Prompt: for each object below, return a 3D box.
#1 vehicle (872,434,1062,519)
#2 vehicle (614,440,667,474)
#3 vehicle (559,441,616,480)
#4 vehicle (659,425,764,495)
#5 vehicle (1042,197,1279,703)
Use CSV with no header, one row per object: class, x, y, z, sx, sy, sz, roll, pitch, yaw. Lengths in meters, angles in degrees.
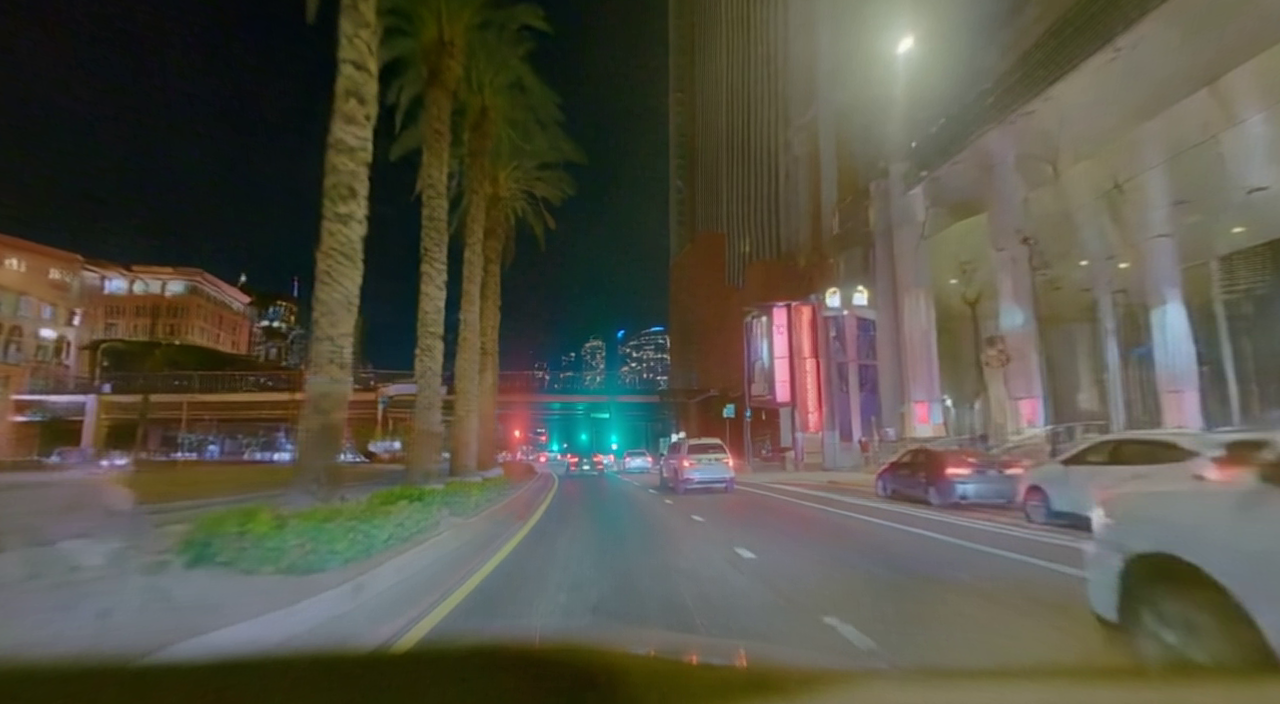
vehicle,7.121,2.738,14.421,1.914,1.596,4.494,0,-9,0
vehicle,-0.060,5.853,35.423,2.214,1.711,4.474,1,-9,-10
vehicle,-2.553,5.016,29.596,2.332,1.625,4.933,1,-9,-8
vehicle,2.125,3.477,20.707,2.407,1.991,5.130,1,-9,-5
vehicle,3.537,0.333,0.878,2.434,2.171,5.098,0,-9,-2
